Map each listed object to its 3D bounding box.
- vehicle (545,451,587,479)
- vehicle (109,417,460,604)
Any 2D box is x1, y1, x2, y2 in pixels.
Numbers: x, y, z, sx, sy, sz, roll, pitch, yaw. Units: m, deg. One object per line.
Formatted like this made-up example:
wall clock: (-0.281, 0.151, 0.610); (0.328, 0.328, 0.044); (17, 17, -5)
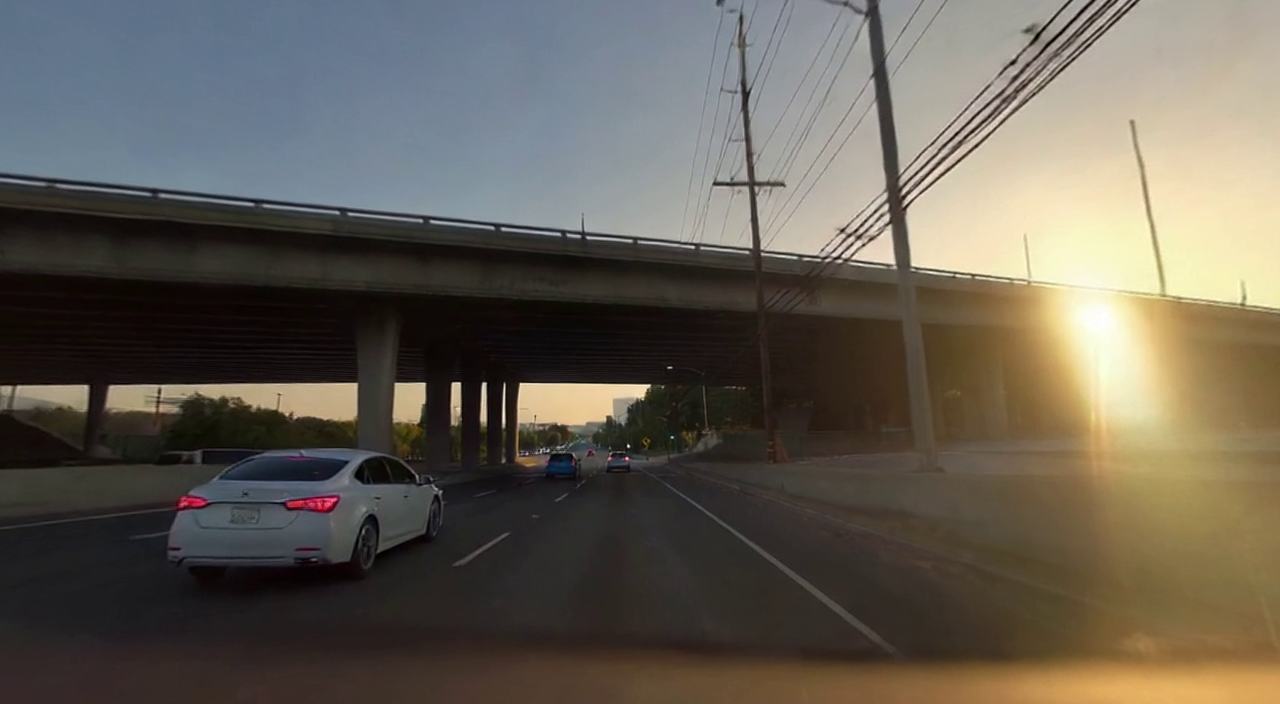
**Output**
vehicle: (-4.172, 6.374, 36.014); (1.946, 1.437, 4.154); (0, -8, -1)
vehicle: (-3.829, 1.748, 7.913); (1.925, 1.666, 4.271); (0, -8, -1)
